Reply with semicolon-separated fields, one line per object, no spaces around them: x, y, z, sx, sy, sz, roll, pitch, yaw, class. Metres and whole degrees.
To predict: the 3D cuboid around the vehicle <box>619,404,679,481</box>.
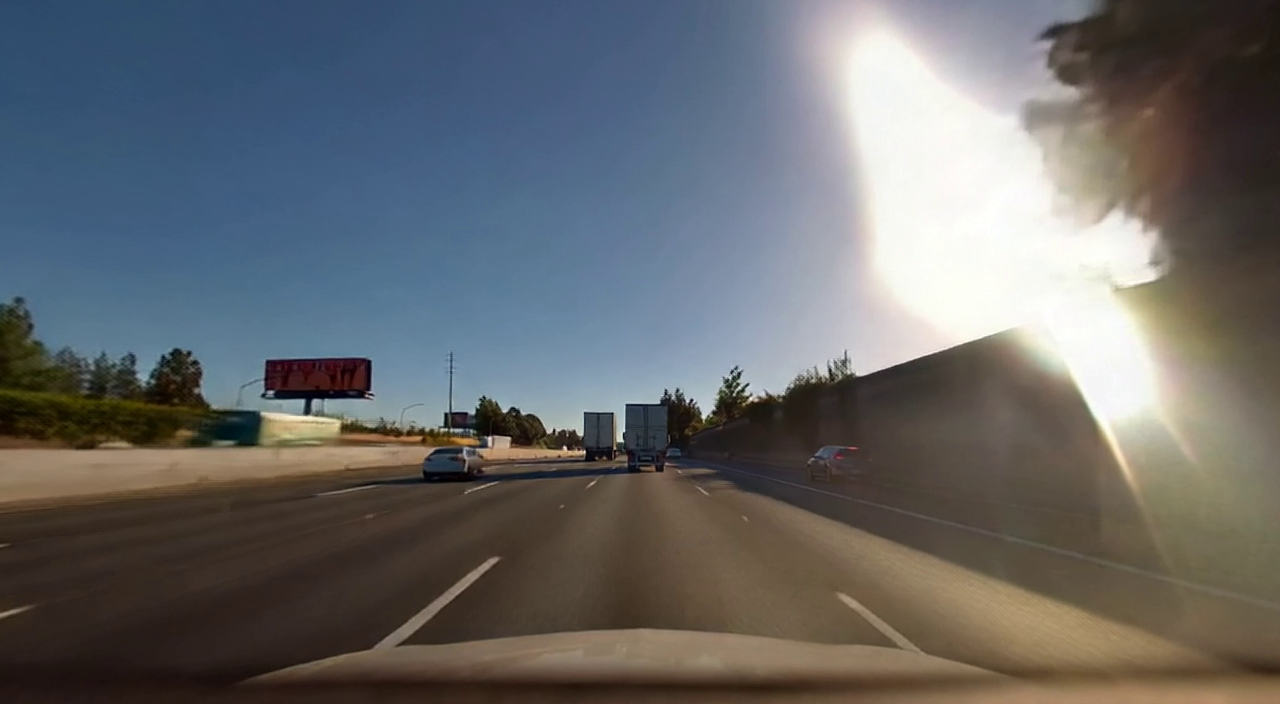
0.414;5.299;38.549;3.054;3.944;11.230;-1;-6;-1;vehicle

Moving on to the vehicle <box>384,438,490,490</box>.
-6.729;3.760;21.543;1.992;1.547;4.673;-1;-8;1;vehicle

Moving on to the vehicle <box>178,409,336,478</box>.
-19.025;4.661;32.120;3.046;3.028;7.741;-1;-8;1;vehicle

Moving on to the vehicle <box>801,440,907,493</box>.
7.005;3.783;21.210;1.969;1.560;4.394;0;-8;-1;vehicle

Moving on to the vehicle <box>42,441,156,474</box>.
-36.503;7.077;42.875;2.471;1.996;5.893;-1;-8;1;vehicle
